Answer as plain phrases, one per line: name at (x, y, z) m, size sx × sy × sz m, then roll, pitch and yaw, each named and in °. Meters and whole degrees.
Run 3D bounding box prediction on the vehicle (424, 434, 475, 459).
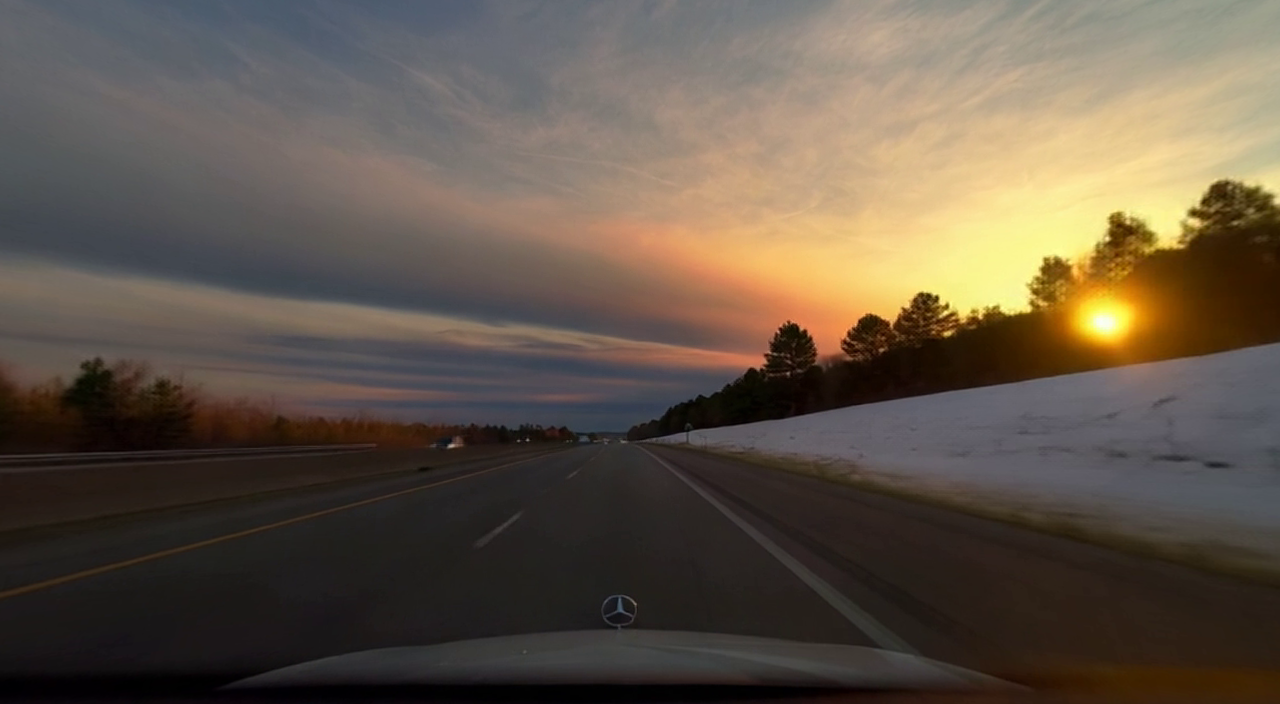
vehicle at (-11.852, 5.876, 39.355) m, size 1.992 × 1.503 × 4.066 m, roll 0°, pitch -8°, yaw -1°
